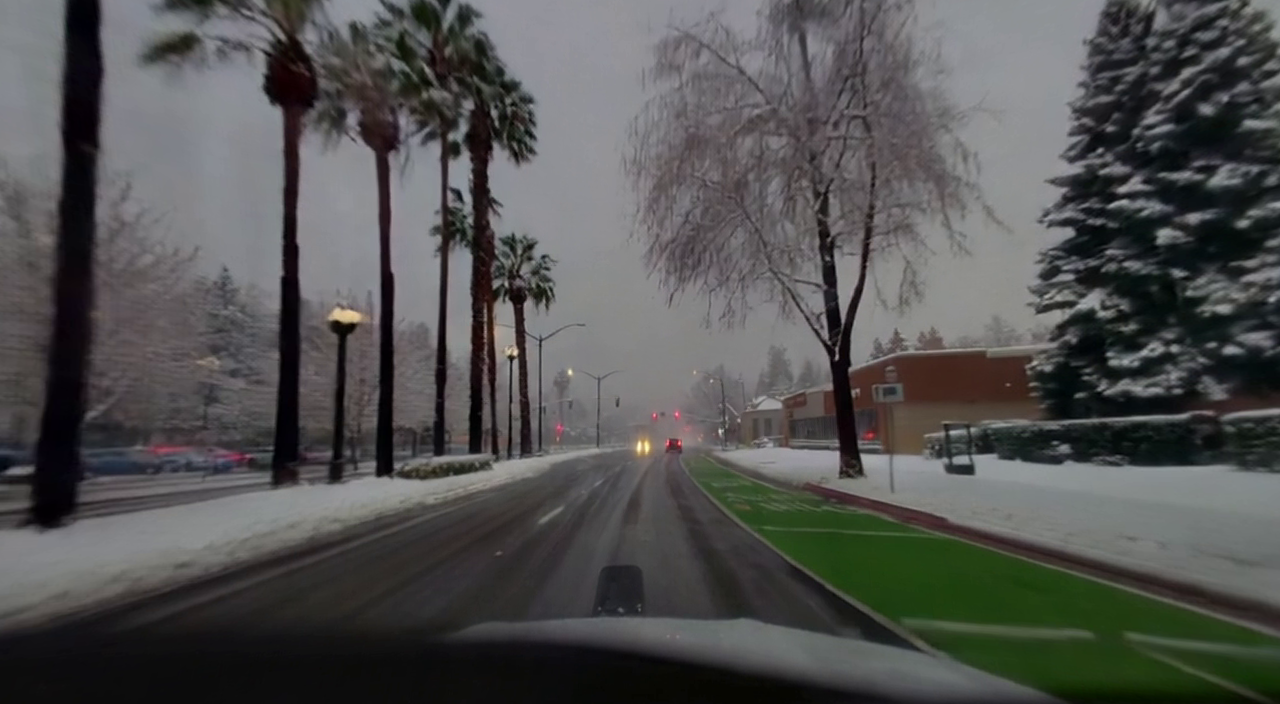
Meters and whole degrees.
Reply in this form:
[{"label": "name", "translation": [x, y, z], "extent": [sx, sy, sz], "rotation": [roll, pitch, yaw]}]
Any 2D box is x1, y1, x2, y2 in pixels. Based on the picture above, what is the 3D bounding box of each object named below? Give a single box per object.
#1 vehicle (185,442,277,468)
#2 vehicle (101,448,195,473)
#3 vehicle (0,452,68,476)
[{"label": "vehicle", "translation": [-29.964, 7.556, 46.354], "extent": [5.174, 1.778, 2.292], "rotation": [-1, -8, 3]}, {"label": "vehicle", "translation": [-29.961, 6.578, 38.487], "extent": [4.479, 1.465, 1.772], "rotation": [-1, -8, 8]}, {"label": "vehicle", "translation": [-45.086, 8.265, 46.772], "extent": [1.632, 1.453, 3.707], "rotation": [-6, -8, 12]}]
